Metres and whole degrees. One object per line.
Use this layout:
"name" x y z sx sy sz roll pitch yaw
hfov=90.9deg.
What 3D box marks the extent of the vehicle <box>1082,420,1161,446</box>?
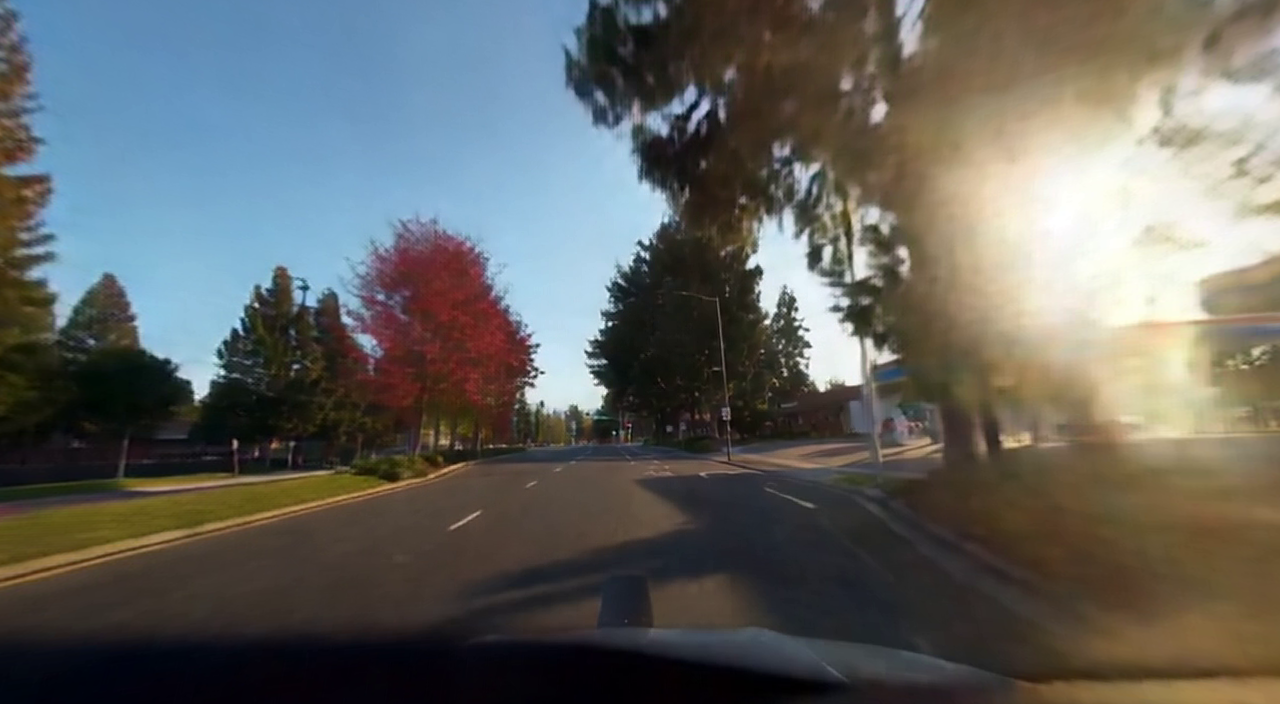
"vehicle" 34.748 5.880 45.633 4.323 1.447 1.710 -10 -7 33
